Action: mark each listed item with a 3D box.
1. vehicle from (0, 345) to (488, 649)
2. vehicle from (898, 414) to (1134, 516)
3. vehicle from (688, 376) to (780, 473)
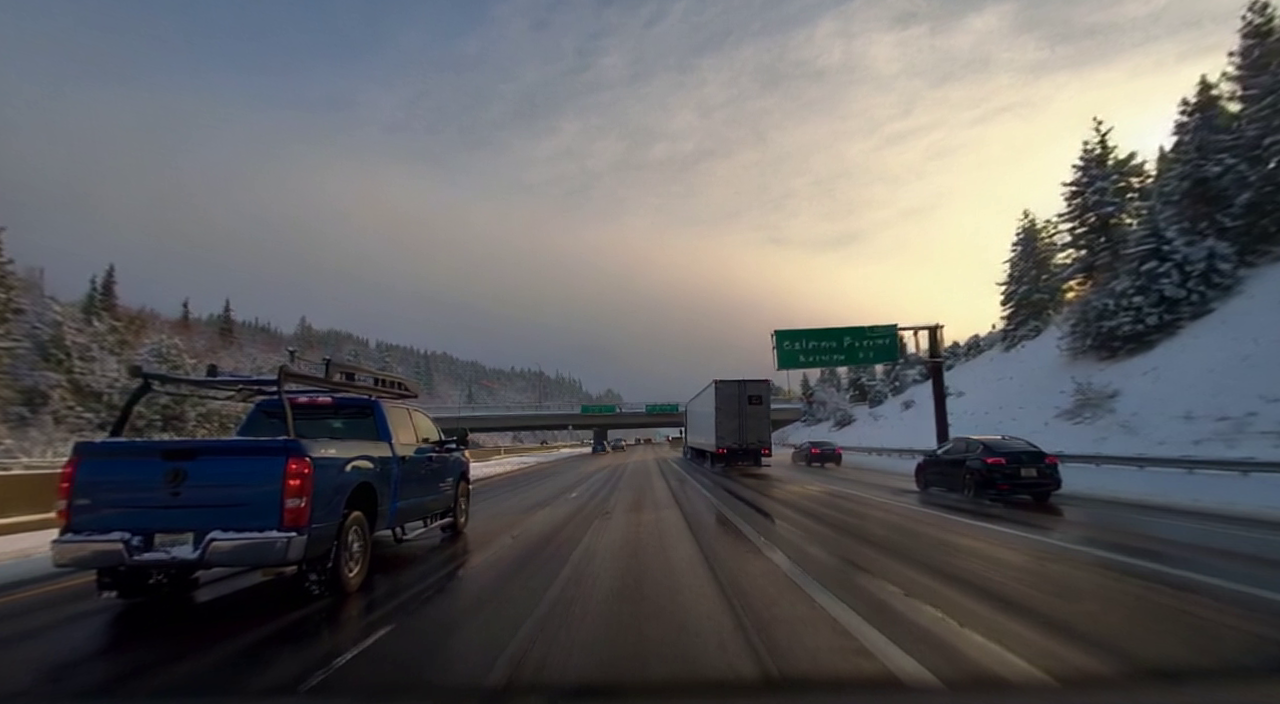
[{"bbox_3d":[-3.920,1.439,7.496,2.599,2.054,6.288,0,-8,1],"label":"vehicle"},{"bbox_3d":[7.342,2.266,13.059,1.999,1.700,4.640,0,-8,0],"label":"vehicle"},{"bbox_3d":[4.422,3.949,32.907,2.885,4.036,12.891,0,-8,1],"label":"vehicle"}]
